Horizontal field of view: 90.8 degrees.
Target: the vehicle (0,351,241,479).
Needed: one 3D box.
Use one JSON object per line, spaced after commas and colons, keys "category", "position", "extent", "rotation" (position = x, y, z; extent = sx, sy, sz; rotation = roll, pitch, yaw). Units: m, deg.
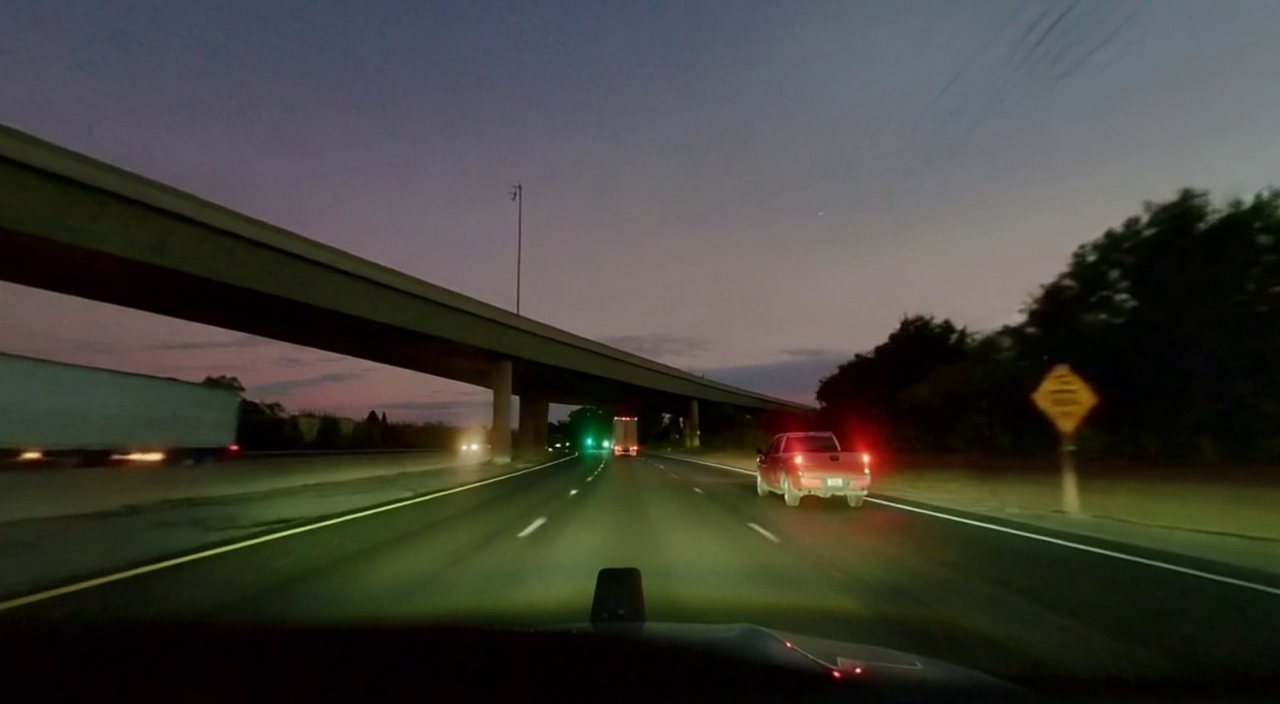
{"category": "vehicle", "position": [-21.380, 2.792, 24.641], "extent": [2.881, 3.917, 14.152], "rotation": [0, -9, -3]}
